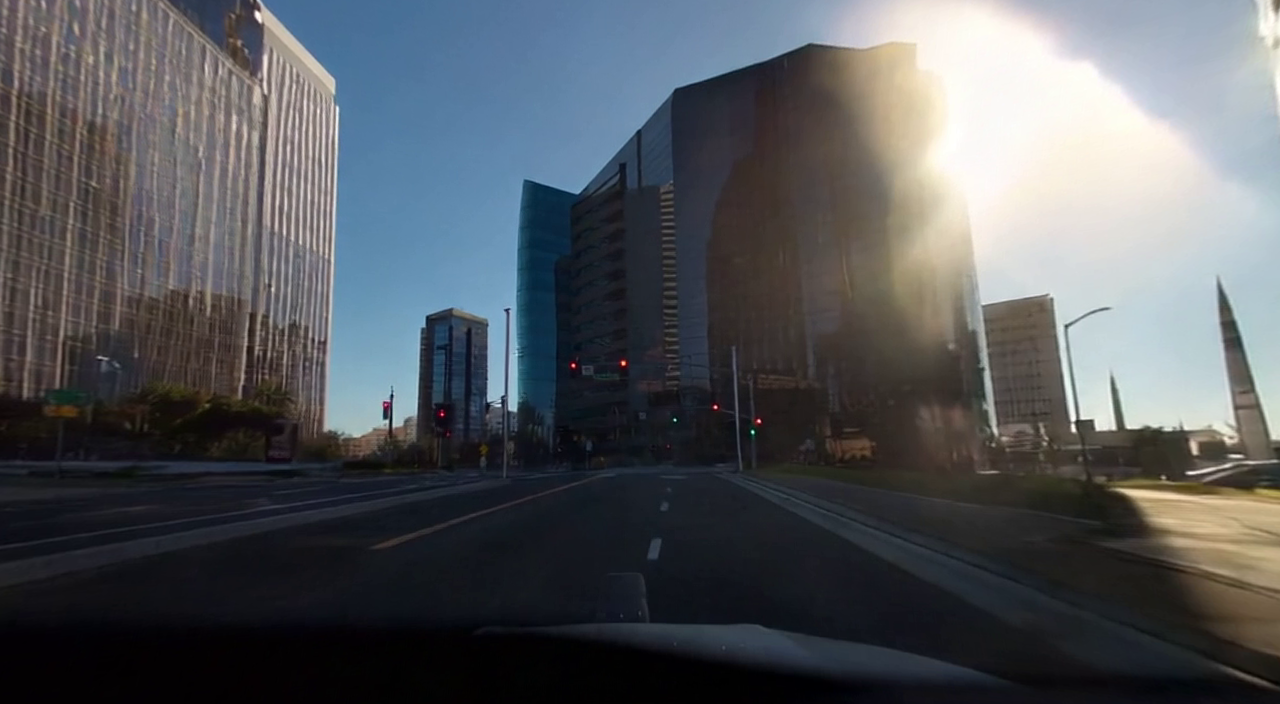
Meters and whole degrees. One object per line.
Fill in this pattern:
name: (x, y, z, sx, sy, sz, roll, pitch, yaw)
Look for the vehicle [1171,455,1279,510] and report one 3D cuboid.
vehicle: (29.719, 6.344, 30.402, 2.599, 2.380, 6.013, -2, -14, -1)
